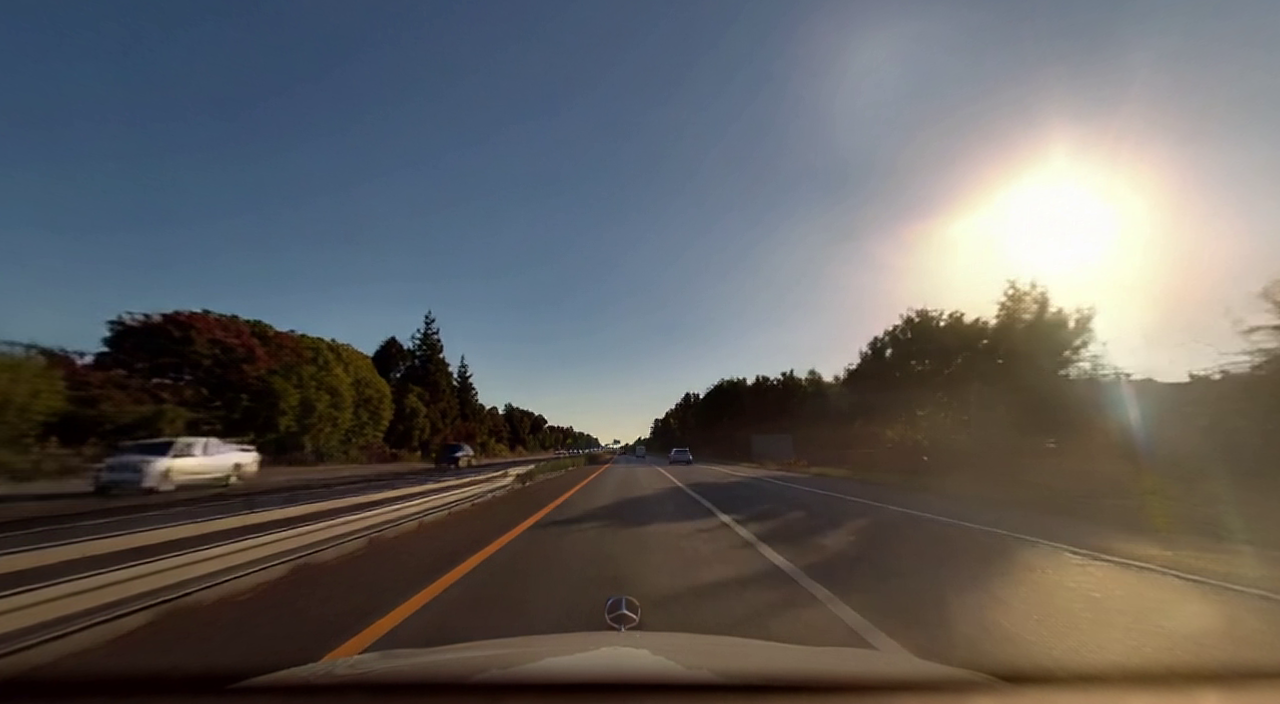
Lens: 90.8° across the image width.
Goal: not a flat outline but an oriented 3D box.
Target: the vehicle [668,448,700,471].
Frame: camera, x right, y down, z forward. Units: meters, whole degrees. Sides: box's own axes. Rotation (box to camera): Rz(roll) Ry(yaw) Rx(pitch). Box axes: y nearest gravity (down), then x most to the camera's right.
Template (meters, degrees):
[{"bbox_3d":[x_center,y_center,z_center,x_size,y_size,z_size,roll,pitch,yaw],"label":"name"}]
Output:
[{"bbox_3d":[3.027,7.525,44.322,1.870,1.486,3.858,0,-9,-2],"label":"vehicle"}]
